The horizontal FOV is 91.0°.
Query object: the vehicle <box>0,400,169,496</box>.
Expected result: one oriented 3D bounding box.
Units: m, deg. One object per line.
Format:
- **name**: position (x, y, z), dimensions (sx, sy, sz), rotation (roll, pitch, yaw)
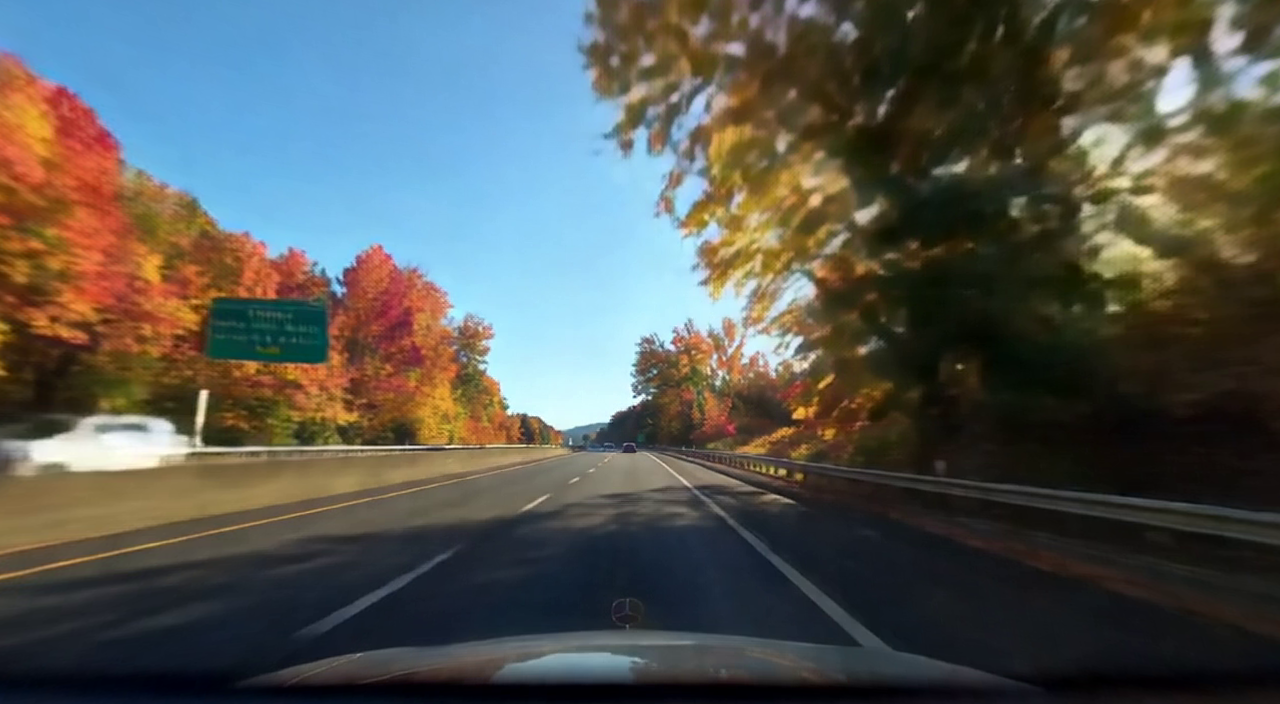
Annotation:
- **vehicle**: position (-12.613, 1.975, 13.004), dimensions (2.040, 1.719, 4.701), rotation (0, -8, 0)
